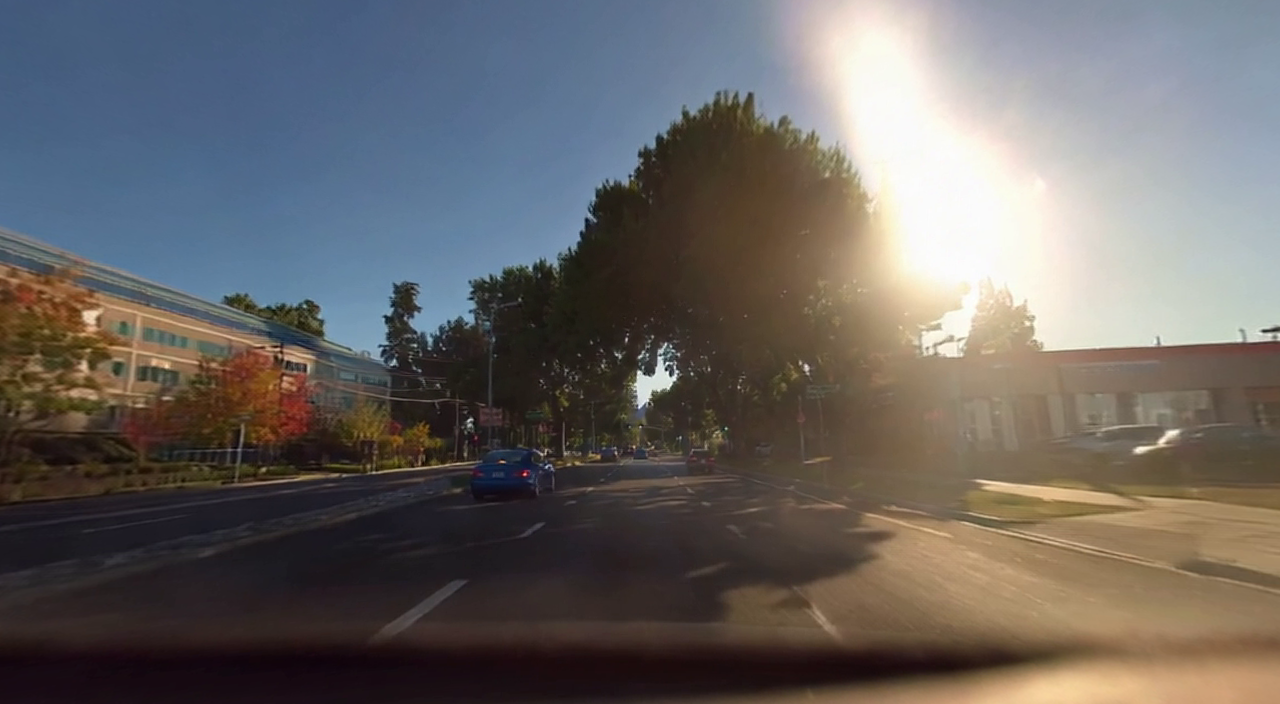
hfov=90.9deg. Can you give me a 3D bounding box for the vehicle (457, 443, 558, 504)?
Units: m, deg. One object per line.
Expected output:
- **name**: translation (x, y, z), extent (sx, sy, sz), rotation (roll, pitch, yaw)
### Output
- **vehicle**: translation (-3.508, 3.301, 17.603), extent (1.803, 1.463, 4.422), rotation (0, -8, 1)

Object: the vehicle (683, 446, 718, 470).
- **vehicle**: translation (3.913, 6.897, 41.225), extent (1.883, 1.465, 3.975), rotation (0, -8, -1)
